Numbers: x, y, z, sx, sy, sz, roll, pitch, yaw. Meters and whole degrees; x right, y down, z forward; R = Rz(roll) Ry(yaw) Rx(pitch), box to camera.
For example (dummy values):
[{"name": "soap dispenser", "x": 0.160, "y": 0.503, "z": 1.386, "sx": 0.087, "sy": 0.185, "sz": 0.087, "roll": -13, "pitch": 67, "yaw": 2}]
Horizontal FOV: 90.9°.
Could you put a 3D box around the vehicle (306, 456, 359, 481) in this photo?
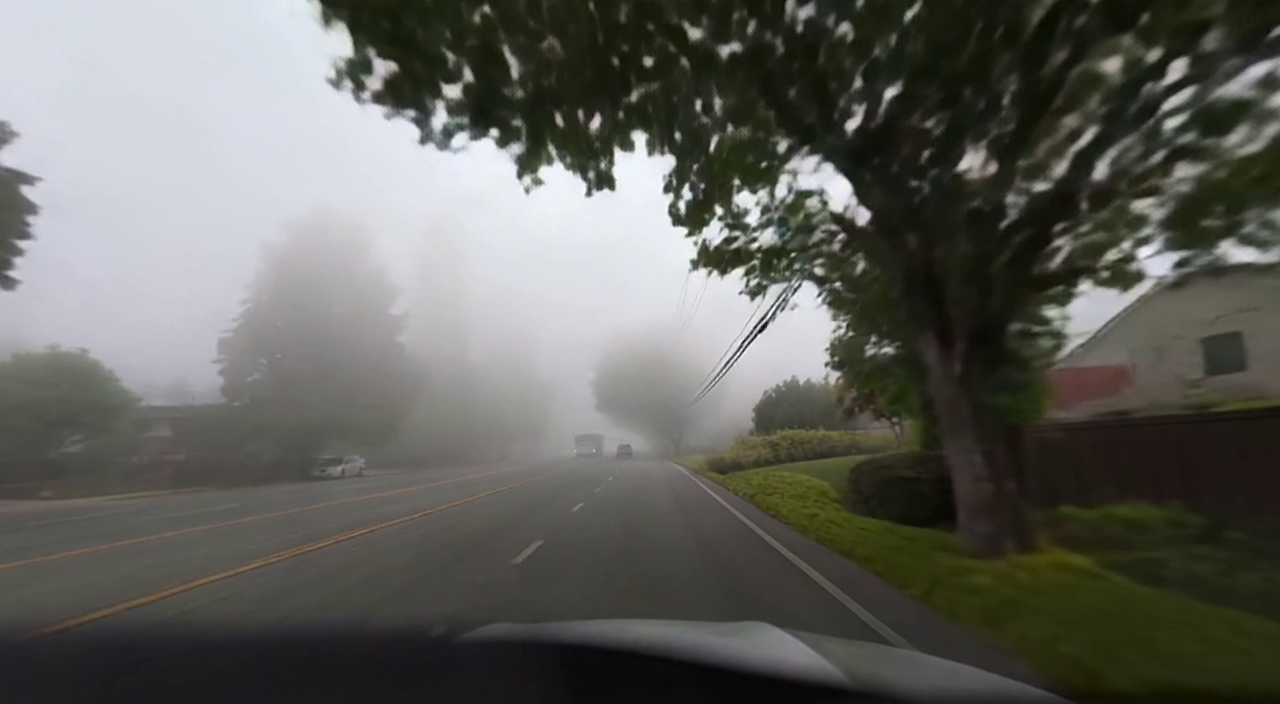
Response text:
[{"name": "vehicle", "x": -20.922, "y": 7.899, "z": 43.074, "sx": 1.854, "sy": 1.504, "sz": 4.436, "roll": 1, "pitch": -8, "yaw": -7}]
